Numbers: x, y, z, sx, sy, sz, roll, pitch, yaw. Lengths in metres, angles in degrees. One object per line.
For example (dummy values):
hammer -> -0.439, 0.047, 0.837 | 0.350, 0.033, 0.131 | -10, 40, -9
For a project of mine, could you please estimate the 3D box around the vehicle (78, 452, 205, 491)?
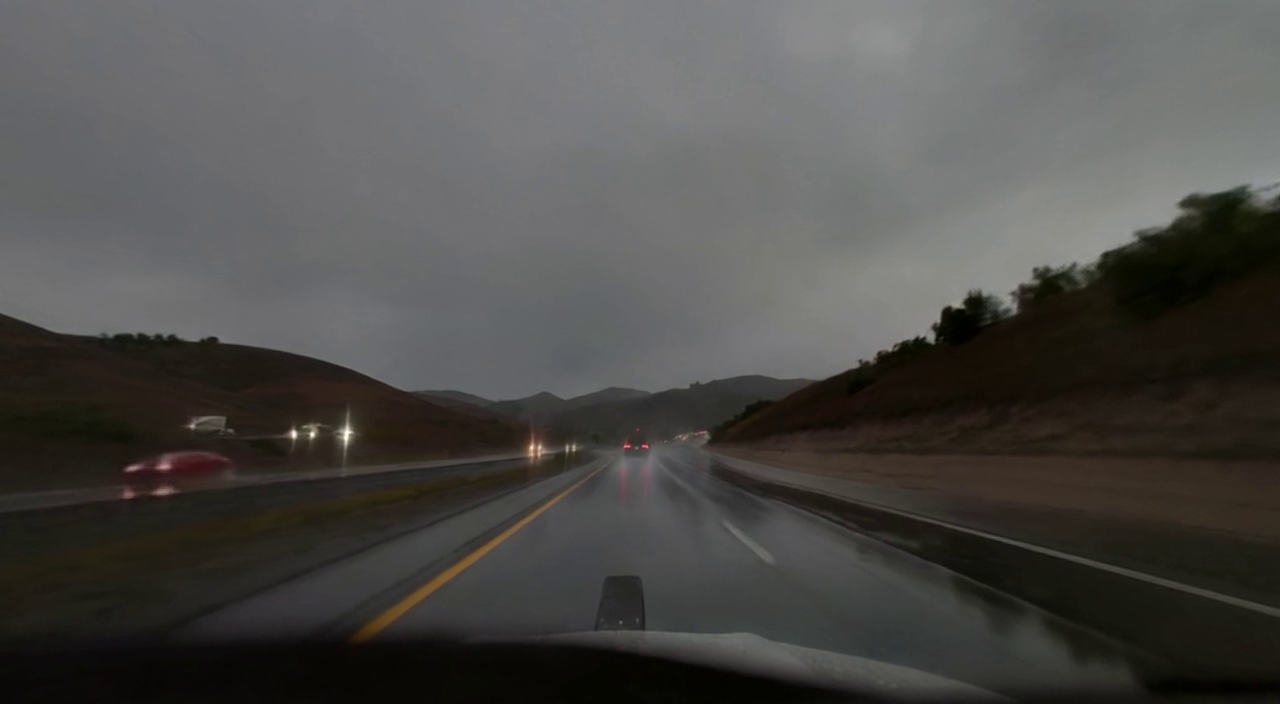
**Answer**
vehicle -> -21.830, 5.197, 27.953 | 1.882, 1.515, 4.528 | 0, -8, 0
